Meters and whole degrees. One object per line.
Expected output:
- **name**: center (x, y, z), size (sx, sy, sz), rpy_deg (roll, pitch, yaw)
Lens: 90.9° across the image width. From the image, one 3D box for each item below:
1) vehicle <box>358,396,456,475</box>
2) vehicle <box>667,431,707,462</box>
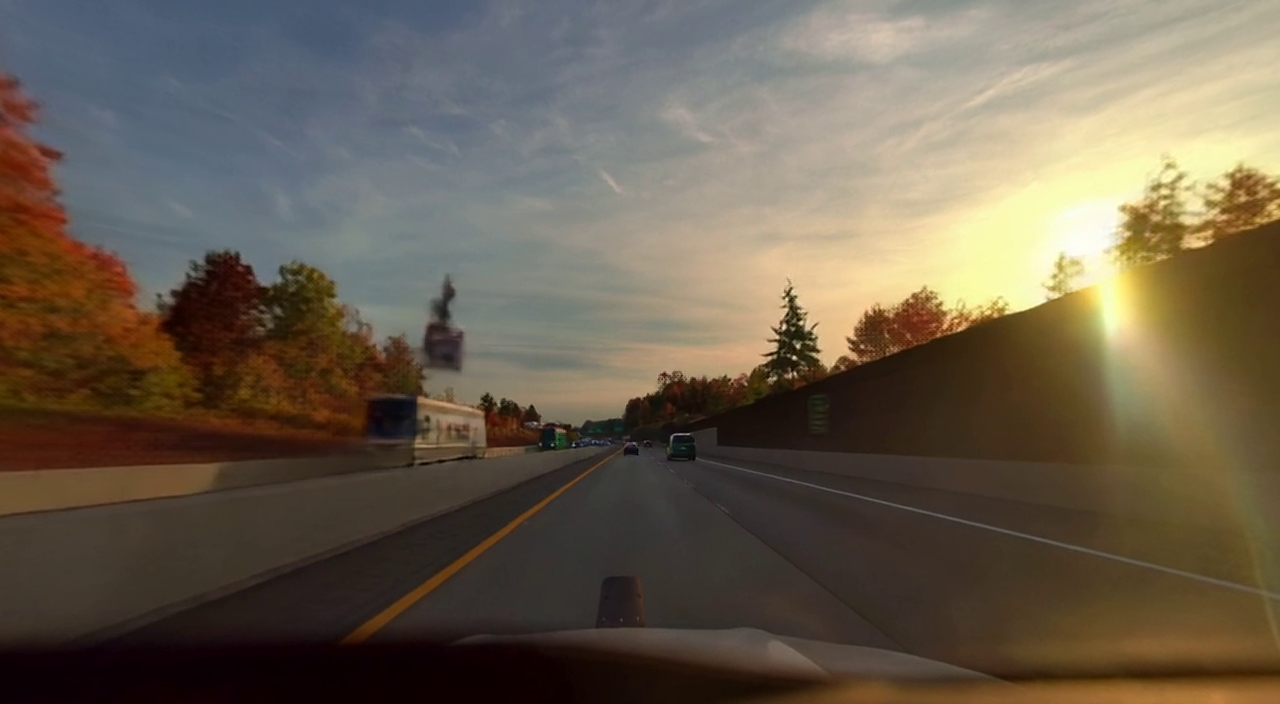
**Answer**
- **vehicle**: center (-12.524, 4.602, 34.518), size (2.981, 3.904, 6.030), rpy_deg (1, -8, 0)
- **vehicle**: center (3.276, 6.719, 45.034), size (2.393, 2.072, 4.958), rpy_deg (0, -8, -1)
